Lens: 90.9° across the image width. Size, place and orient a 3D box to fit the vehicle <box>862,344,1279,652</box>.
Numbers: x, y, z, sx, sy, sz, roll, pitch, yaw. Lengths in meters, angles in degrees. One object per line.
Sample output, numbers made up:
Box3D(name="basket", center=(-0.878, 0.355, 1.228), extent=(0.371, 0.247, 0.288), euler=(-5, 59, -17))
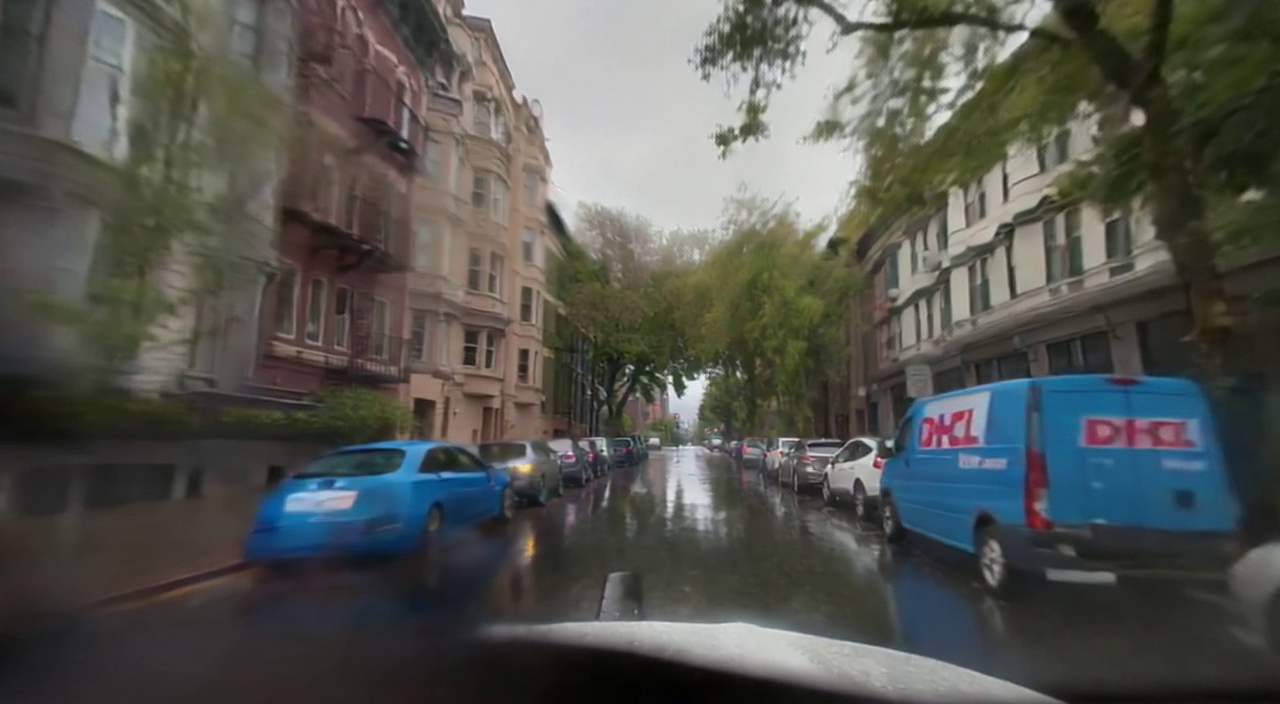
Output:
Box3D(name="vehicle", center=(4.224, 1.267, 6.662), extent=(2.186, 2.024, 4.901), euler=(-1, -7, 3))

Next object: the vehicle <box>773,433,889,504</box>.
Box3D(name="vehicle", center=(4.623, 2.825, 15.847), extent=(1.896, 1.549, 3.845), euler=(-1, -7, 4))

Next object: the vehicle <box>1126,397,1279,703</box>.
Box3D(name="vehicle", center=(3.758, 0.765, 1.381), extent=(1.834, 1.508, 4.743), euler=(-1, -7, 4))

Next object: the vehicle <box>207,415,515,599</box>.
Box3D(name="vehicle", center=(-2.984, 1.628, 7.820), extent=(1.867, 1.519, 3.920), euler=(1, -4, 3))
